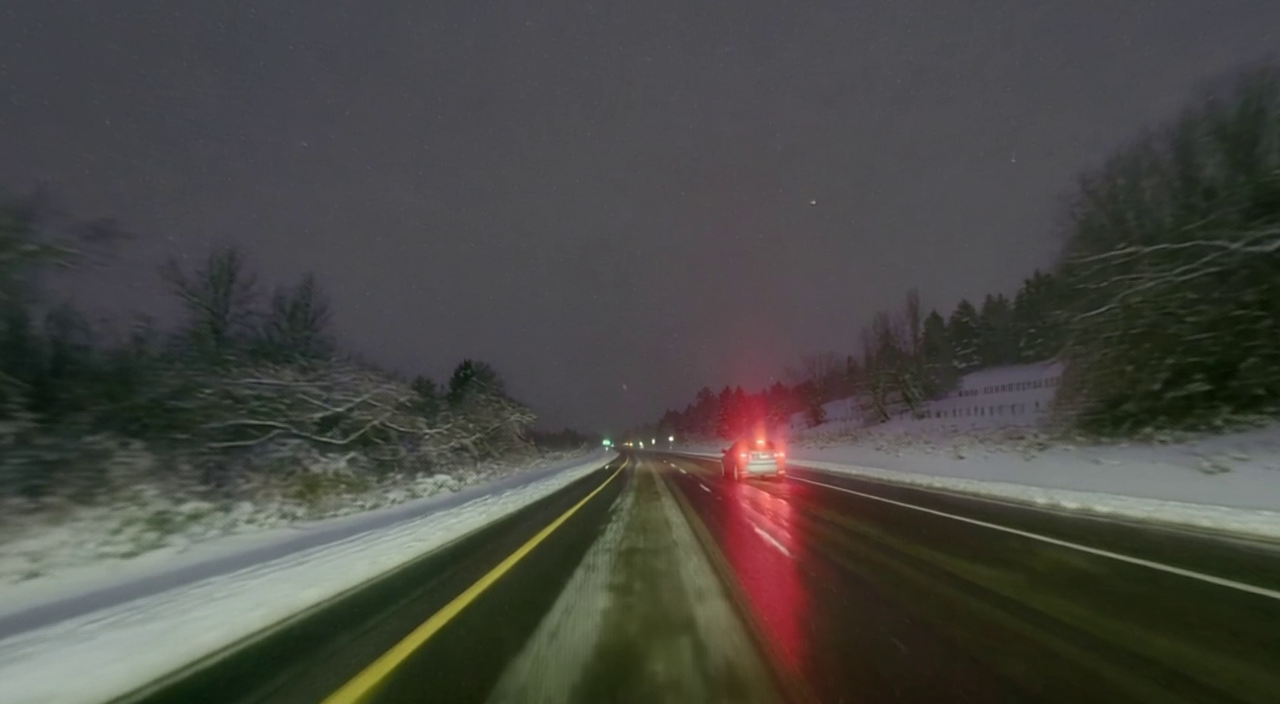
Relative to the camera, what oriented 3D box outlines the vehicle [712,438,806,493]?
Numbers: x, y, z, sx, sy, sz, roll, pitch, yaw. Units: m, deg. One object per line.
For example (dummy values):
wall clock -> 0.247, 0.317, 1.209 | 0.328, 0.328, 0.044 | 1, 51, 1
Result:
vehicle -> 3.464, 3.414, 19.318 | 2.003, 1.466, 4.441 | 0, -8, 0
